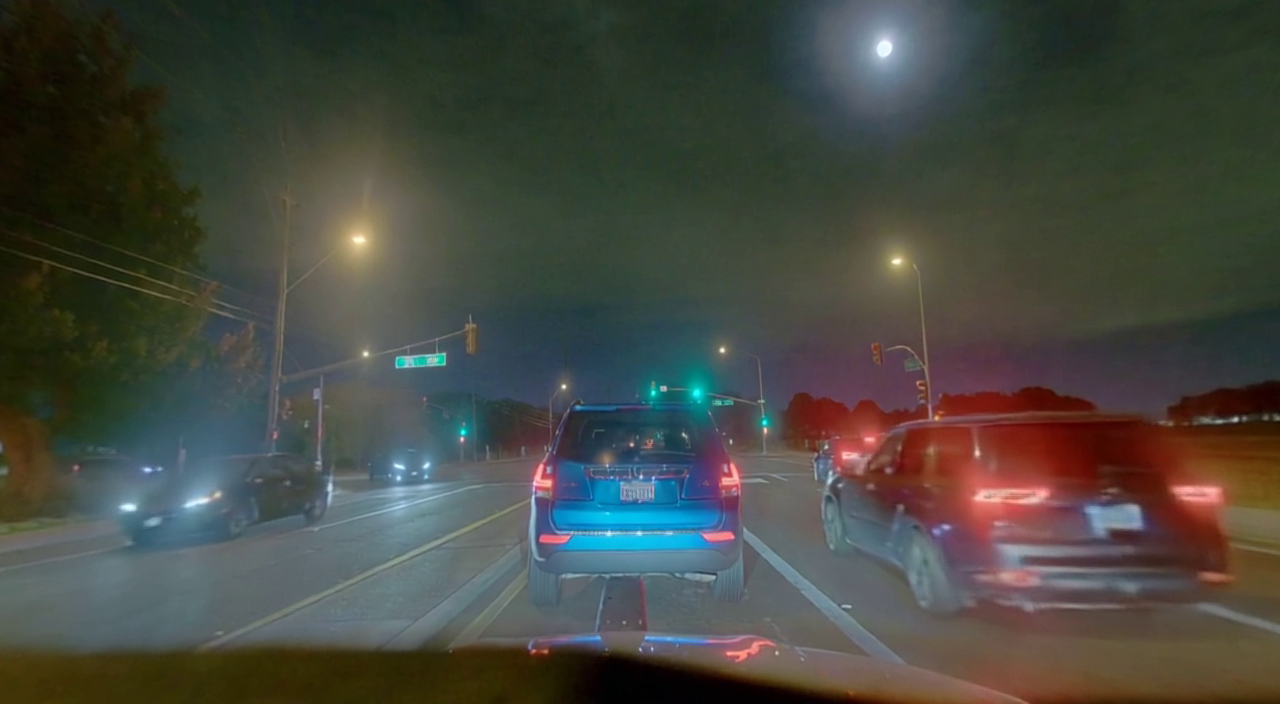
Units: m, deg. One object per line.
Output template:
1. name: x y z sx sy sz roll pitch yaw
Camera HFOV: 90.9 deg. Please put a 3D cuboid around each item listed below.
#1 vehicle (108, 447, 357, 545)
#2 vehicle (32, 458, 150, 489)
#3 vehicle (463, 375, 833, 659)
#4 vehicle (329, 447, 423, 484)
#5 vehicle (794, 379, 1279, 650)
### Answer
1. vehicle: -7.919 2.780 12.987 2.192 1.606 4.510 0 -8 -2
2. vehicle: -30.958 6.827 35.657 4.605 1.626 2.251 0 -8 2
3. vehicle: 0.040 1.331 6.093 2.298 1.770 4.138 0 -8 0
4. vehicle: -13.212 5.615 31.514 4.608 1.680 2.026 -6 -10 33
5. vehicle: 3.273 1.347 6.281 2.340 1.693 4.516 0 -8 0
